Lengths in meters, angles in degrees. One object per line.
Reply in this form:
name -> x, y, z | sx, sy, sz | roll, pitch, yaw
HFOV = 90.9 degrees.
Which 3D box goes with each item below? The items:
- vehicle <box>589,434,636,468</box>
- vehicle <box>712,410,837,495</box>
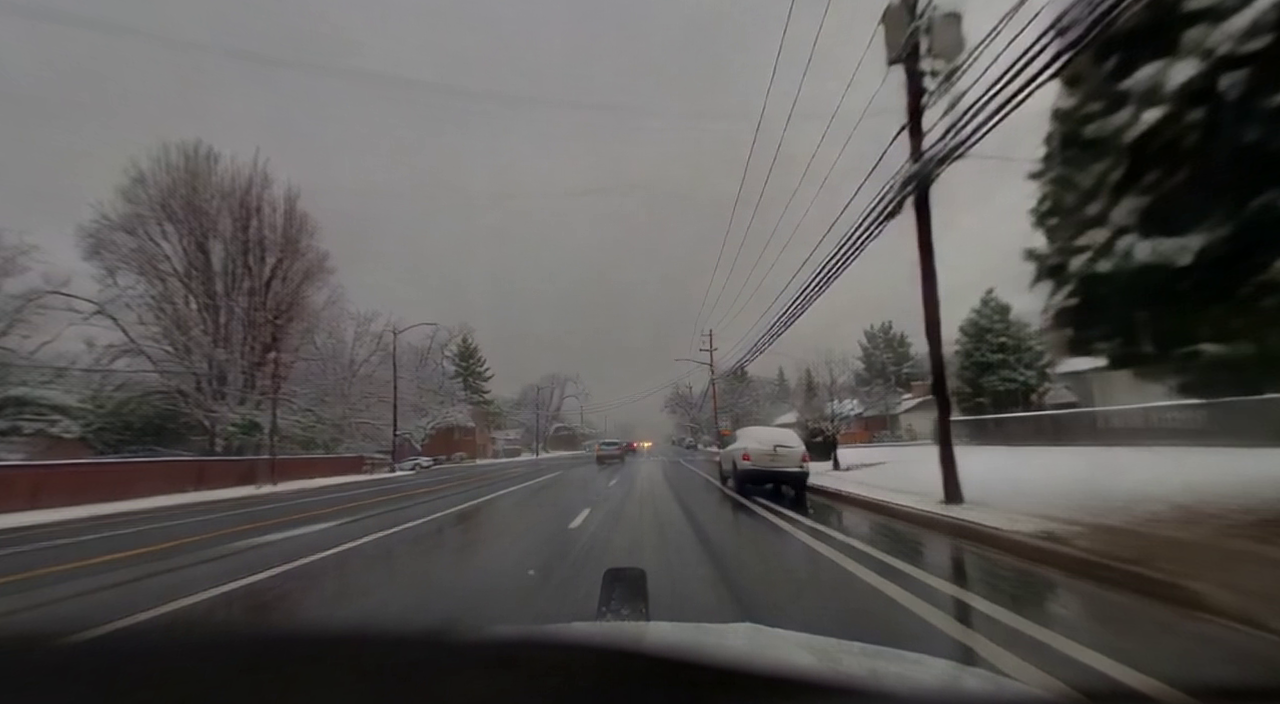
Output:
vehicle -> -1.554, 5.871, 37.593 | 2.327, 1.861, 4.941 | -1, -9, 2
vehicle -> 3.917, 3.113, 19.788 | 2.622, 2.137, 6.267 | 2, -9, 1
